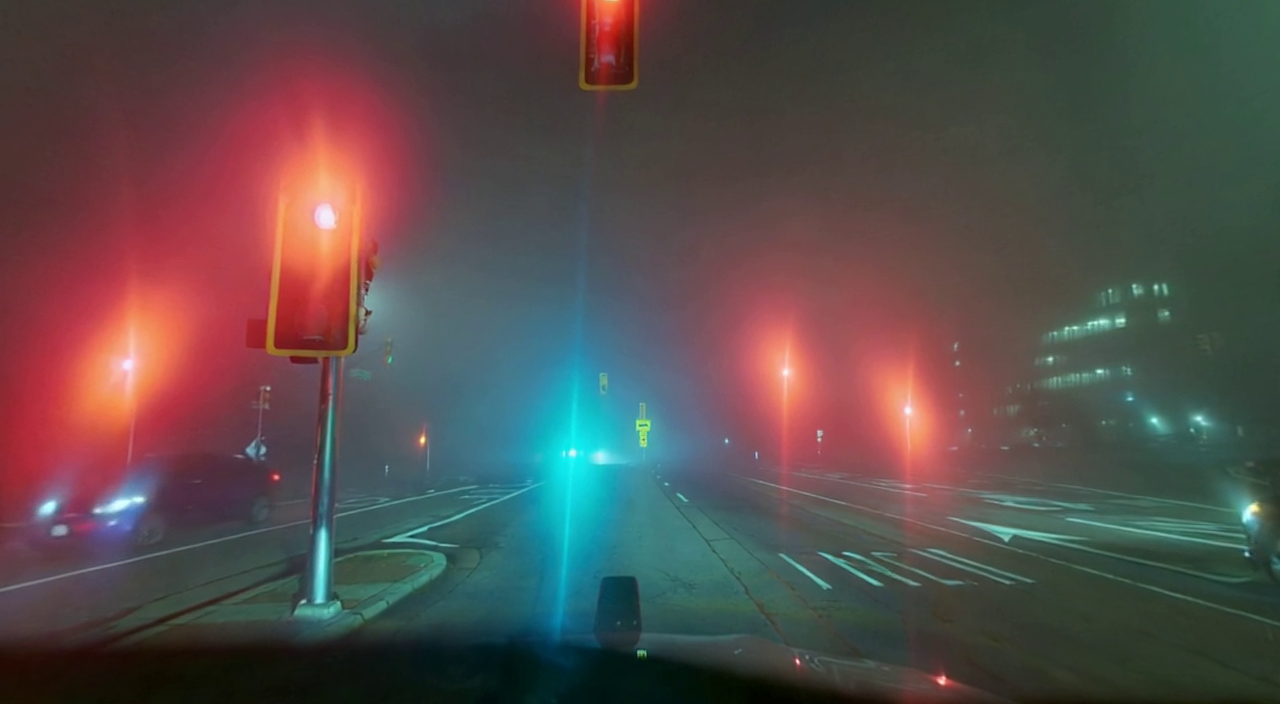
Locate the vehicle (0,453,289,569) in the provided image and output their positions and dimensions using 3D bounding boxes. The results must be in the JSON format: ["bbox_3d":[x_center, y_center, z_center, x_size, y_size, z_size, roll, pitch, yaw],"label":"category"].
[{"bbox_3d":[-8.800,2.639,11.264,1.970,1.578,4.470,-2,-9,7],"label":"vehicle"}]
